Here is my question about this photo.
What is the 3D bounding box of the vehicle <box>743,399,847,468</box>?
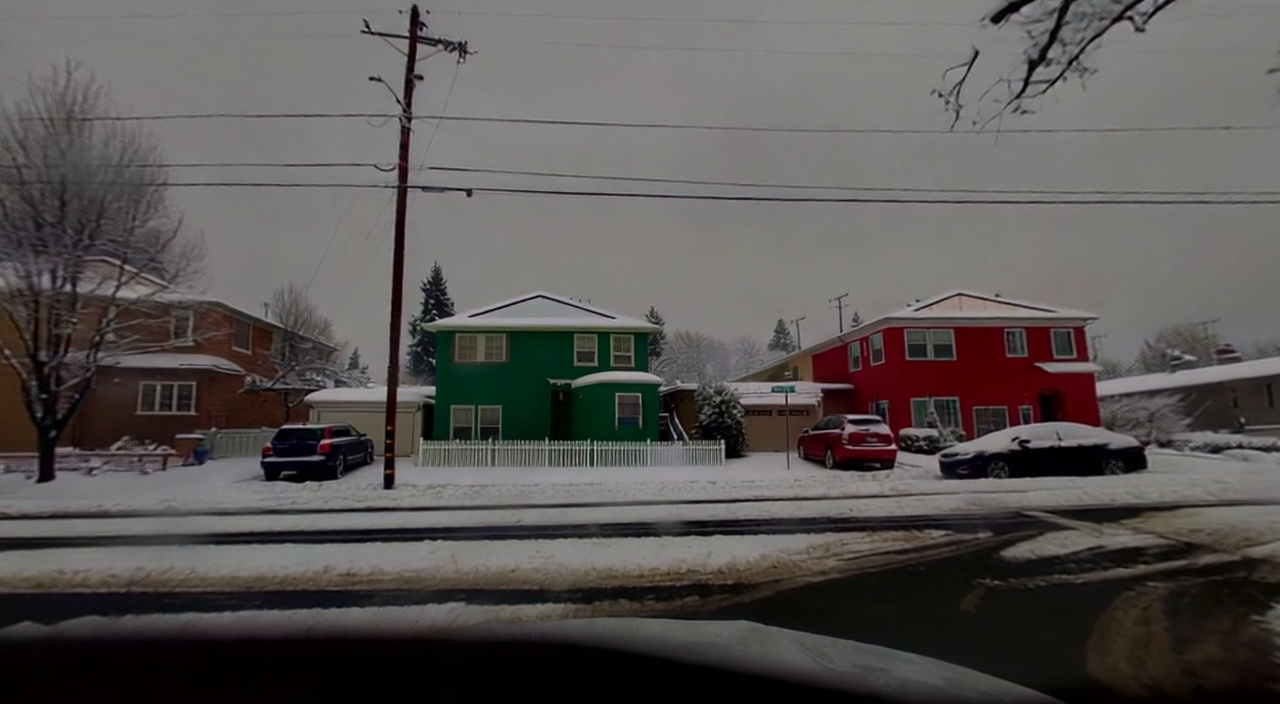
[{"bbox_3d":[4.678,2.535,19.783,2.081,1.891,4.367,0,-7,-1],"label":"vehicle"}]

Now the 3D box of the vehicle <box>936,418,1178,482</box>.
[{"bbox_3d":[10.306,2.468,15.888,4.644,1.482,1.997,0,-9,1],"label":"vehicle"}]

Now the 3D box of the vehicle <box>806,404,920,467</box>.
[{"bbox_3d":[6.862,2.675,19.908,2.053,1.756,4.034,0,-8,-1],"label":"vehicle"}]

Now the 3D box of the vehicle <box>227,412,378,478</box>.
[{"bbox_3d":[-10.129,2.878,19.438,2.091,1.760,4.760,0,-9,-1],"label":"vehicle"}]
